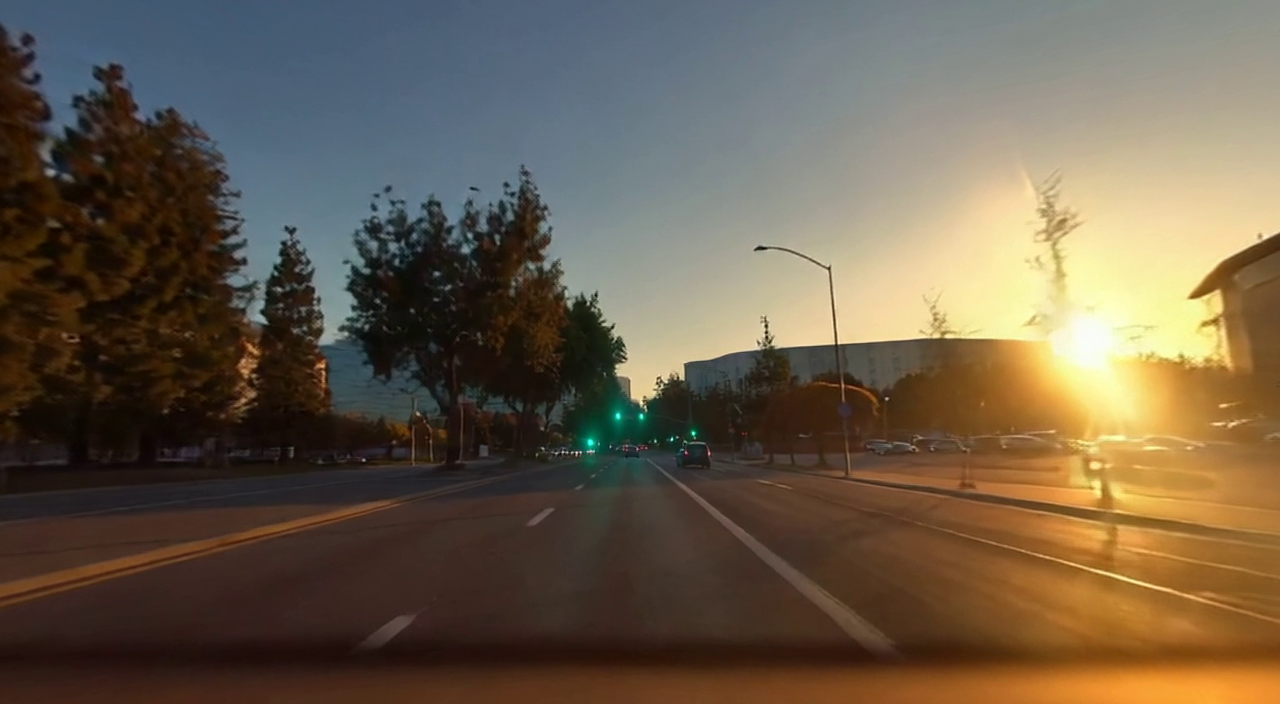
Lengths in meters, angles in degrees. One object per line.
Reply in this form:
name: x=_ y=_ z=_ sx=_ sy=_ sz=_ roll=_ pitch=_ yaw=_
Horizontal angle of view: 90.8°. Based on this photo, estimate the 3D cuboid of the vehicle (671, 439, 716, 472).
vehicle: x=3.038 y=6.022 z=36.945 sx=2.069 sy=1.761 sz=4.610 roll=0 pitch=-9 yaw=-2

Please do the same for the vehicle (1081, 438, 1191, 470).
vehicle: x=23.144 y=4.767 z=29.540 sx=3.661 sy=1.417 sz=1.783 roll=0 pitch=-9 yaw=-4
